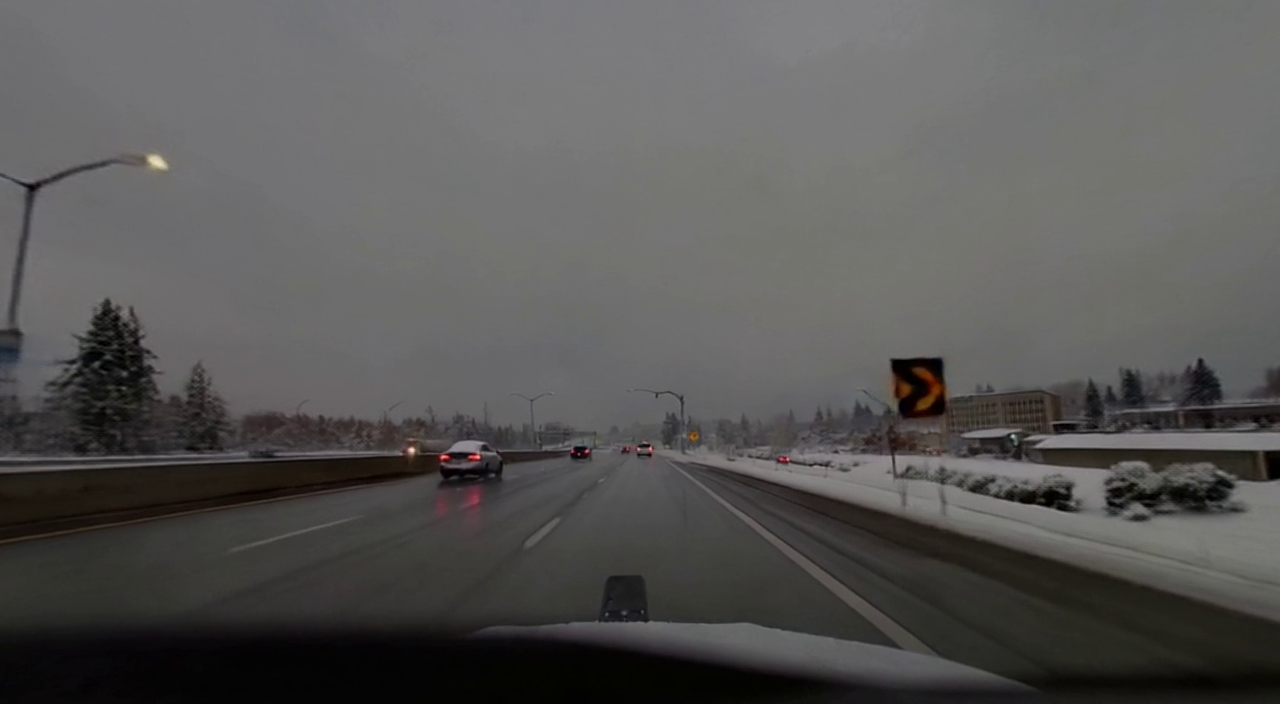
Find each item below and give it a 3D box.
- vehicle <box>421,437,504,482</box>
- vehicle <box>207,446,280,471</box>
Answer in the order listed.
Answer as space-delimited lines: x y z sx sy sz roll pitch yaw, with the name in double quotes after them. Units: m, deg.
-7.167 4.371 26.040 2.088 1.678 4.426 0 -8 1 "vehicle"
-28.309 7.591 45.226 1.962 1.595 4.953 0 -8 1 "vehicle"
